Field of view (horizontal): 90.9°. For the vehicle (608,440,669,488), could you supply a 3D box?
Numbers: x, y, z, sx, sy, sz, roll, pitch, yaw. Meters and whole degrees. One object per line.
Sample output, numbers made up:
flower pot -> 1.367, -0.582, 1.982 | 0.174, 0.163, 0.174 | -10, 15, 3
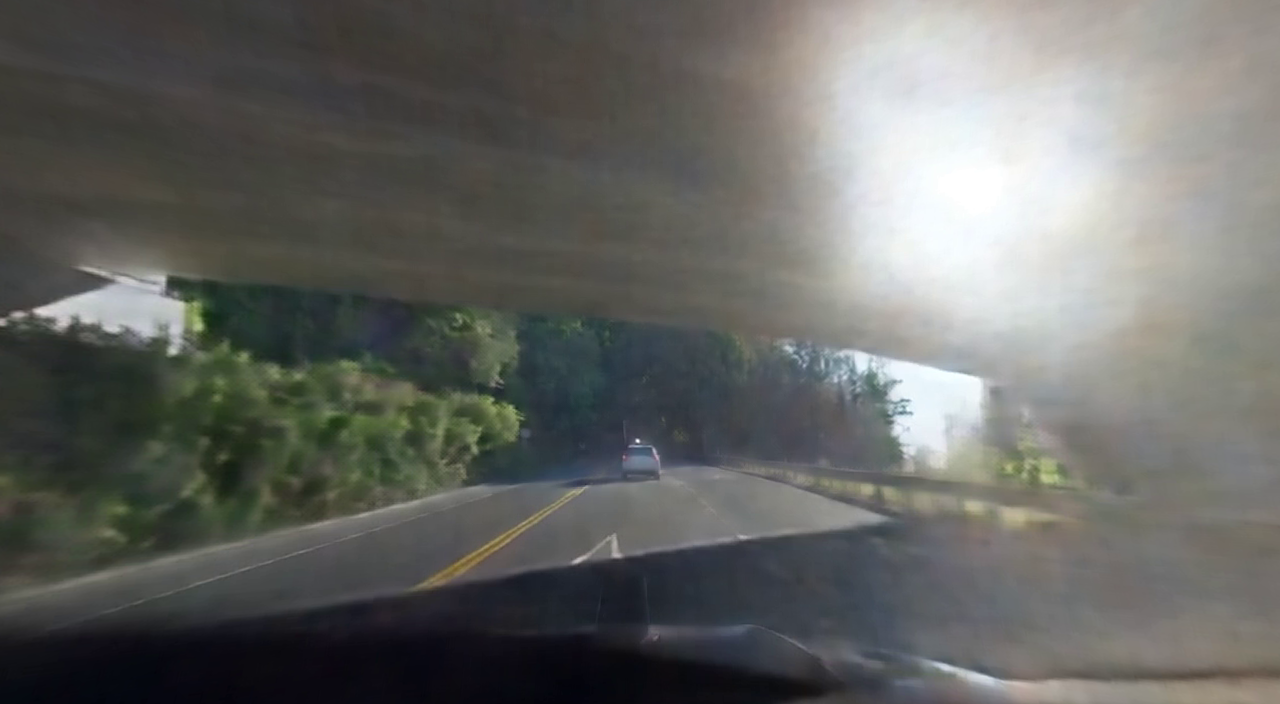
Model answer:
vehicle -> -0.058, 4.062, 23.072 | 2.037, 1.601, 3.643 | 0, -9, 0
